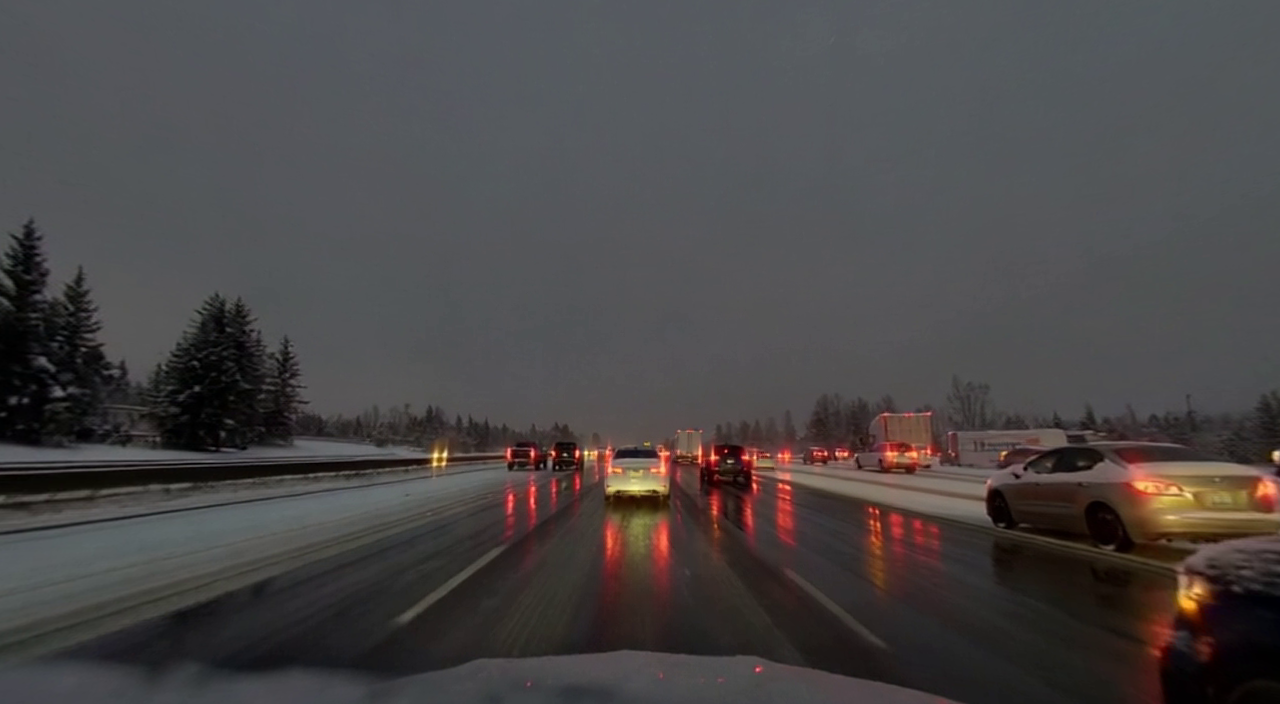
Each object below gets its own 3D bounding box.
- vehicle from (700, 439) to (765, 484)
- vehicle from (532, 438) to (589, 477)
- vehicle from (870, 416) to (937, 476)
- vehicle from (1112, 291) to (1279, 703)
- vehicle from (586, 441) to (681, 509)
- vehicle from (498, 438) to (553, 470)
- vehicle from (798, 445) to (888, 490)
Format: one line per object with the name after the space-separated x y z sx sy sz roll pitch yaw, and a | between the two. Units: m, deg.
3.687 4.462 25.833 2.053 1.666 4.106 0 -9 0 | vehicle
-3.788 5.165 30.938 2.079 1.741 4.436 0 -9 2 | vehicle
17.351 6.204 41.664 2.777 3.740 3.338 1 -9 -1 | vehicle
3.401 0.470 0.566 2.215 1.879 4.845 0 -9 1 | vehicle
-0.131 3.081 16.214 2.132 1.499 4.038 0 -9 1 | vehicle
-7.681 6.951 42.974 2.487 1.986 6.157 0 -9 1 | vehicle
7.475 4.274 23.656 1.942 1.482 4.250 0 -9 0 | vehicle
